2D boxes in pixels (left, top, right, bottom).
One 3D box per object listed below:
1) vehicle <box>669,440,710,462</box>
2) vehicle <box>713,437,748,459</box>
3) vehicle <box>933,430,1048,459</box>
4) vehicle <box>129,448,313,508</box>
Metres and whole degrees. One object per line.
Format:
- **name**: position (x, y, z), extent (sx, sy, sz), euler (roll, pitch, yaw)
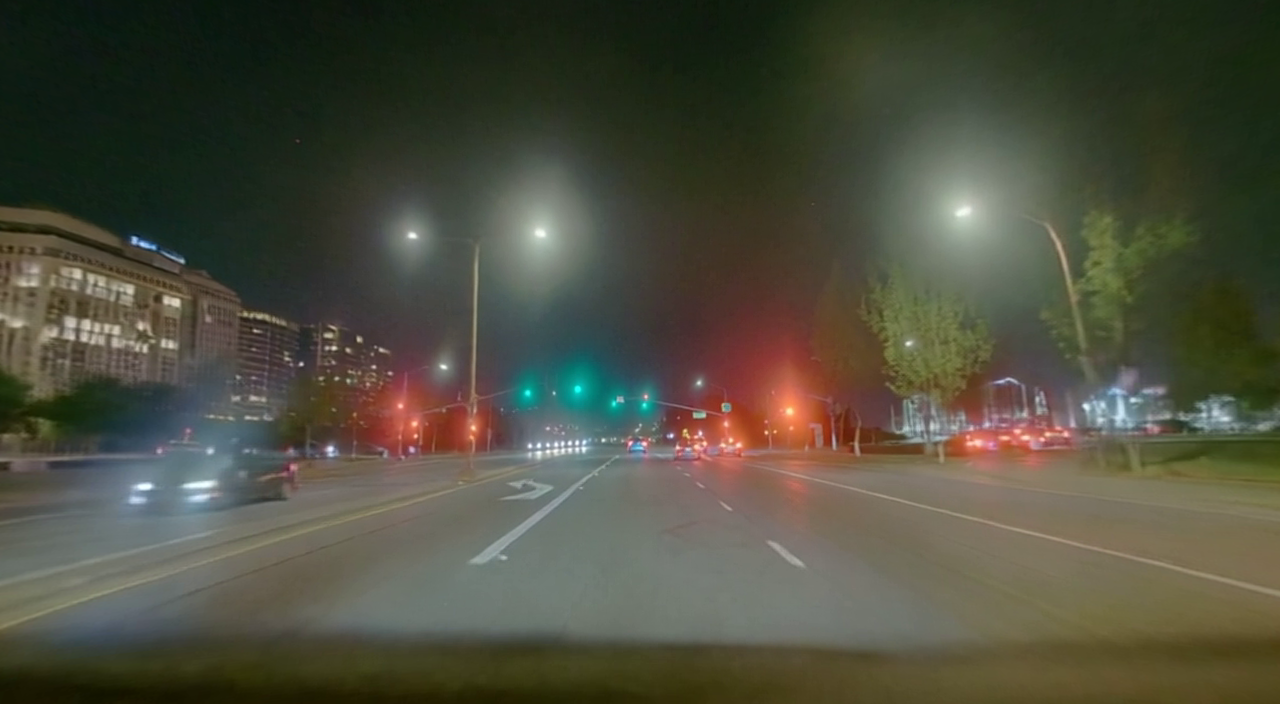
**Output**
- **vehicle**: position (3.099, 6.302, 40.375), extent (2.080, 1.321, 4.382), euler (0, -8, -2)
- **vehicle**: position (6.645, 7.114, 46.881), extent (1.861, 1.473, 4.393), euler (0, -8, -1)
- **vehicle**: position (23.607, 6.313, 42.738), extent (6.313, 1.772, 2.263), euler (-9, -11, 43)
- **vehicle**: position (-11.973, 3.600, 18.563), extent (2.247, 1.475, 4.593), euler (0, -8, 0)
